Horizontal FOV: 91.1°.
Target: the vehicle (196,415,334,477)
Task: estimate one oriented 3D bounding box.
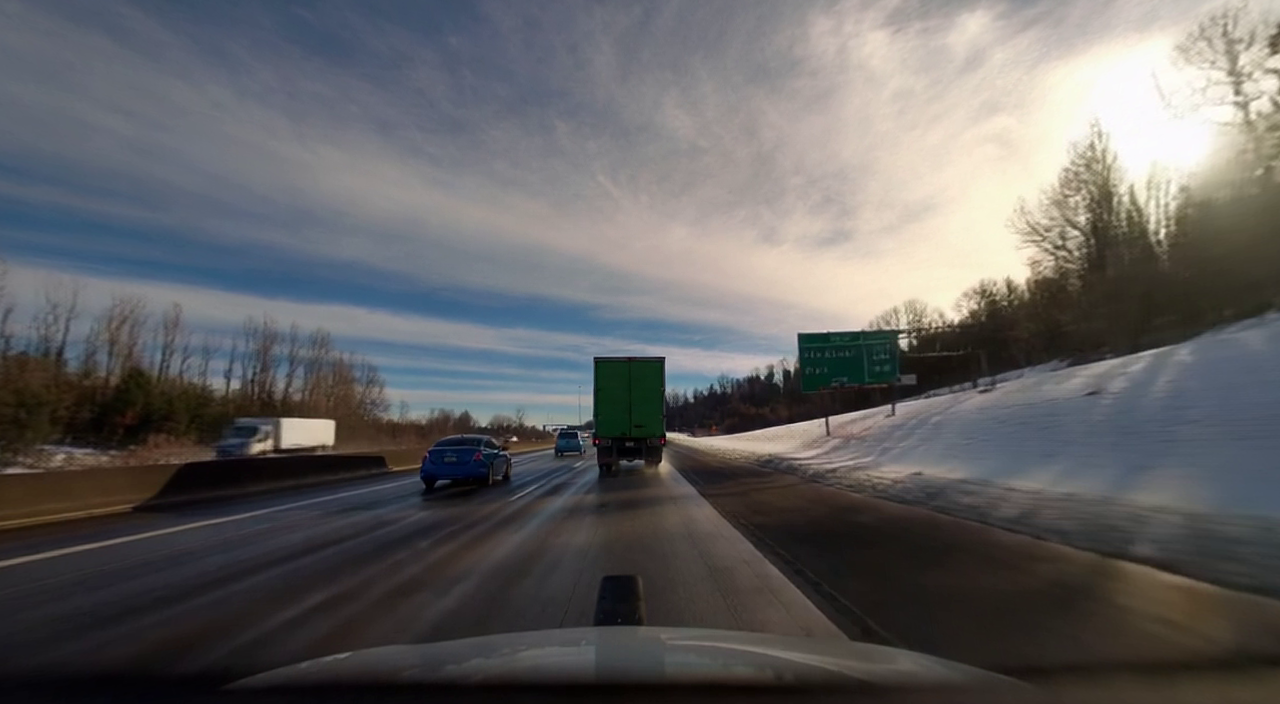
[{"bbox_3d":[-16.378,4.140,28.010,2.367,2.467,5.859,0,-8,2],"label":"vehicle"}]

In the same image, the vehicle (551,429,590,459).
[{"bbox_3d":[-4.540,6.062,41.569,2.019,1.834,4.644,0,-8,0],"label":"vehicle"}]

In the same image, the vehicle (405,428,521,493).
[{"bbox_3d":[-4.670,2.917,17.368,1.931,1.539,4.441,0,-8,0],"label":"vehicle"}]

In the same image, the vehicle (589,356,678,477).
[{"bbox_3d":[-0.318,2.828,26.242,2.953,4.041,10.072,0,-8,-1],"label":"vehicle"}]
